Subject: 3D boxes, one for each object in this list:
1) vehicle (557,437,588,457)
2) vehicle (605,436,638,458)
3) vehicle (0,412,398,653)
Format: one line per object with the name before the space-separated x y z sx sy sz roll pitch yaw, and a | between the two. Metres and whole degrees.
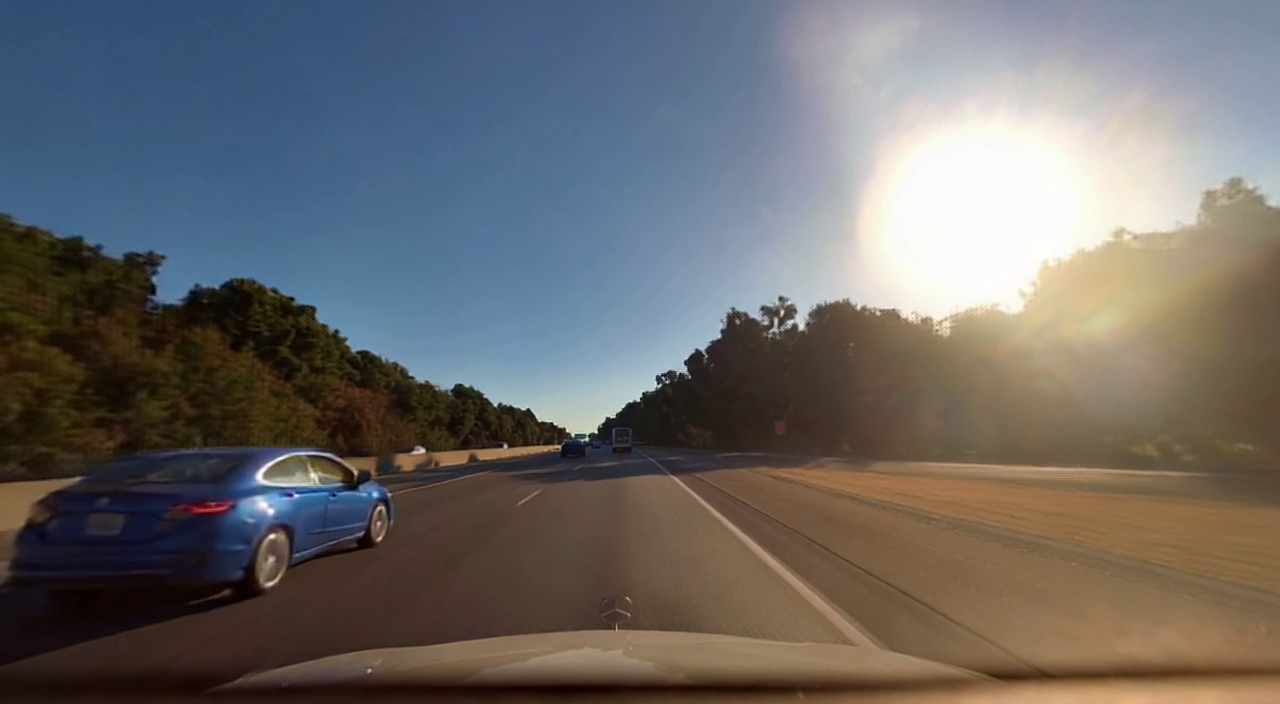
vehicle | -5.016 7.092 47.228 1.907 1.445 4.049 0 -8 -1
vehicle | -1.278 6.650 44.167 2.162 1.460 4.242 0 -8 -2
vehicle | -4.092 1.396 6.018 1.958 1.477 4.121 0 -8 -1
